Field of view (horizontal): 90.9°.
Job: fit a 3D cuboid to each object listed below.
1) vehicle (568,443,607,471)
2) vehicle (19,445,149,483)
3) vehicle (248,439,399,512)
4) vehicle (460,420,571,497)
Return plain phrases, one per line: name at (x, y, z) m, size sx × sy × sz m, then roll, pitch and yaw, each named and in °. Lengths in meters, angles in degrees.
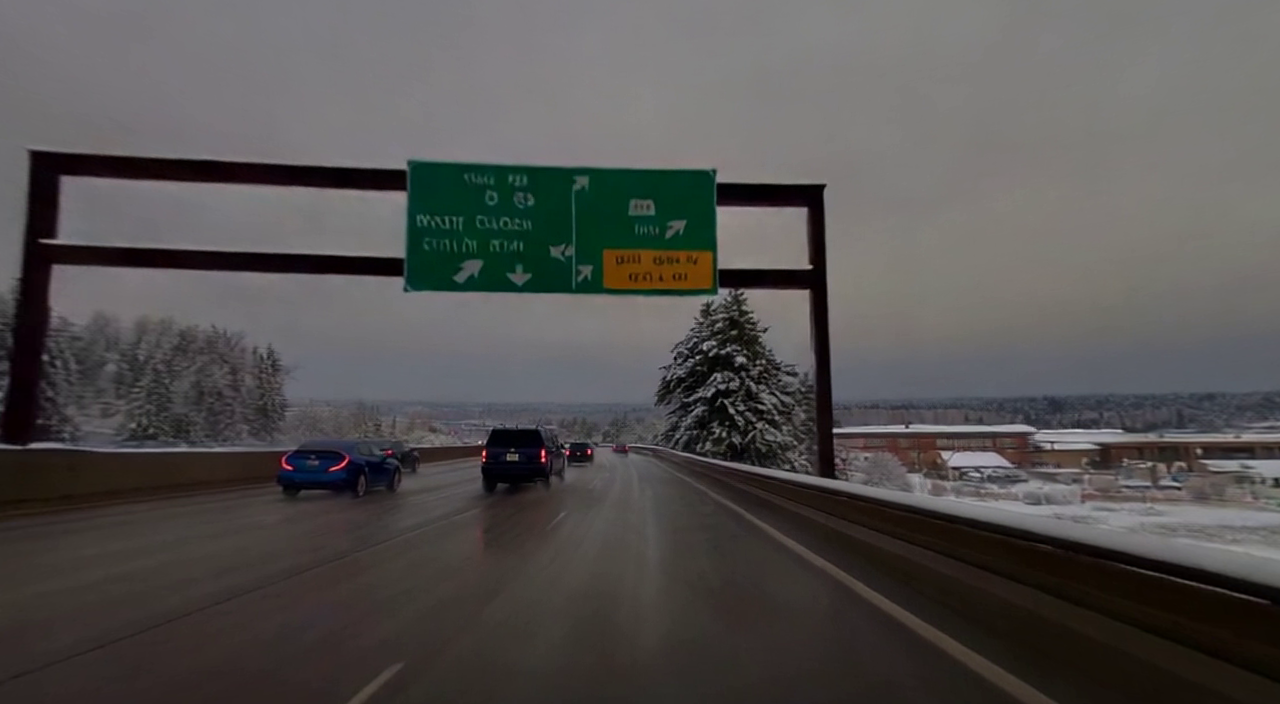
vehicle at (-3.078, 6.234, 37.683) m, size 1.955 × 1.614 × 3.817 m, roll 0°, pitch -8°, yaw 0°
vehicle at (-24.023, 4.809, 27.498) m, size 1.821 × 1.485 × 4.323 m, roll 0°, pitch -8°, yaw -2°
vehicle at (-7.283, 2.833, 14.928) m, size 1.796 × 1.509 × 3.393 m, roll 0°, pitch -8°, yaw 0°
vehicle at (-3.553, 3.169, 19.172) m, size 2.301 × 1.985 × 5.247 m, roll 0°, pitch -8°, yaw 0°
